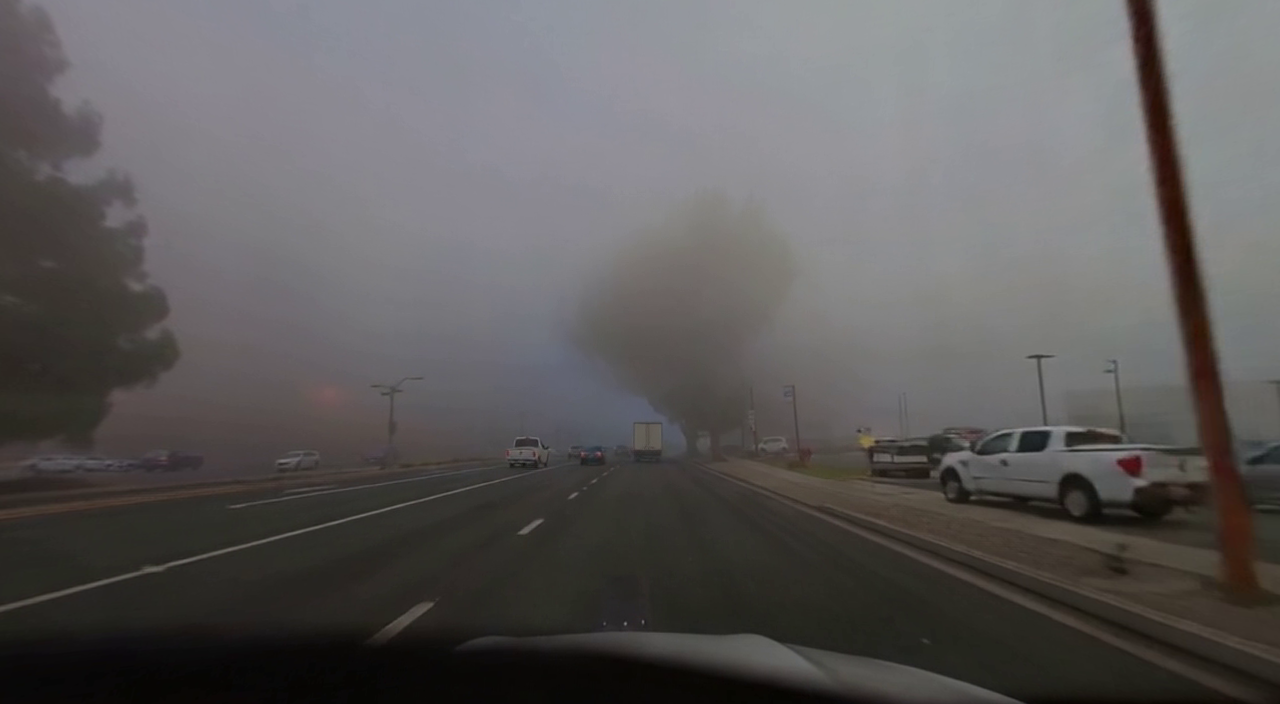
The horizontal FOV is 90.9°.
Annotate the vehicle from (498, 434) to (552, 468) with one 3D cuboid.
[{"bbox_3d":[-6.782,5.942,37.911,2.149,1.893,5.187,0,-8,1],"label":"vehicle"}]

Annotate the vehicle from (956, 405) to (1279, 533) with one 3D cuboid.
[{"bbox_3d":[8.093,1.974,11.182,2.057,1.750,4.679,1,-9,-8],"label":"vehicle"}]

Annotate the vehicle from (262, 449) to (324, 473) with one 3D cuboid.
[{"bbox_3d":[-25.896,8.112,47.203,1.918,1.687,4.653,0,-9,1],"label":"vehicle"}]

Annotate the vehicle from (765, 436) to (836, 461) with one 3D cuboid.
[{"bbox_3d":[11.554,6.991,45.662,4.655,1.688,1.876,0,-9,1],"label":"vehicle"}]

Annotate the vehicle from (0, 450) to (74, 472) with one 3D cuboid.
[{"bbox_3d":[-45.958,8.212,47.628,4.399,1.597,1.847,0,-9,0],"label":"vehicle"}]

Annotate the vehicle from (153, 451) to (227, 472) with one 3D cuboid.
[{"bbox_3d":[-33.474,8.134,46.960,4.071,1.495,1.741,0,-8,-1],"label":"vehicle"}]

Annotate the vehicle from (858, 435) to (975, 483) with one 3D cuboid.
[{"bbox_3d":[9.561,3.734,22.329,2.097,1.497,4.685,0,-9,1],"label":"vehicle"}]

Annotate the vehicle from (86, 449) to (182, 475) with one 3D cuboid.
[{"bbox_3d":[-33.486,7.297,41.801,4.462,1.613,2.046,0,-9,-2],"label":"vehicle"}]
